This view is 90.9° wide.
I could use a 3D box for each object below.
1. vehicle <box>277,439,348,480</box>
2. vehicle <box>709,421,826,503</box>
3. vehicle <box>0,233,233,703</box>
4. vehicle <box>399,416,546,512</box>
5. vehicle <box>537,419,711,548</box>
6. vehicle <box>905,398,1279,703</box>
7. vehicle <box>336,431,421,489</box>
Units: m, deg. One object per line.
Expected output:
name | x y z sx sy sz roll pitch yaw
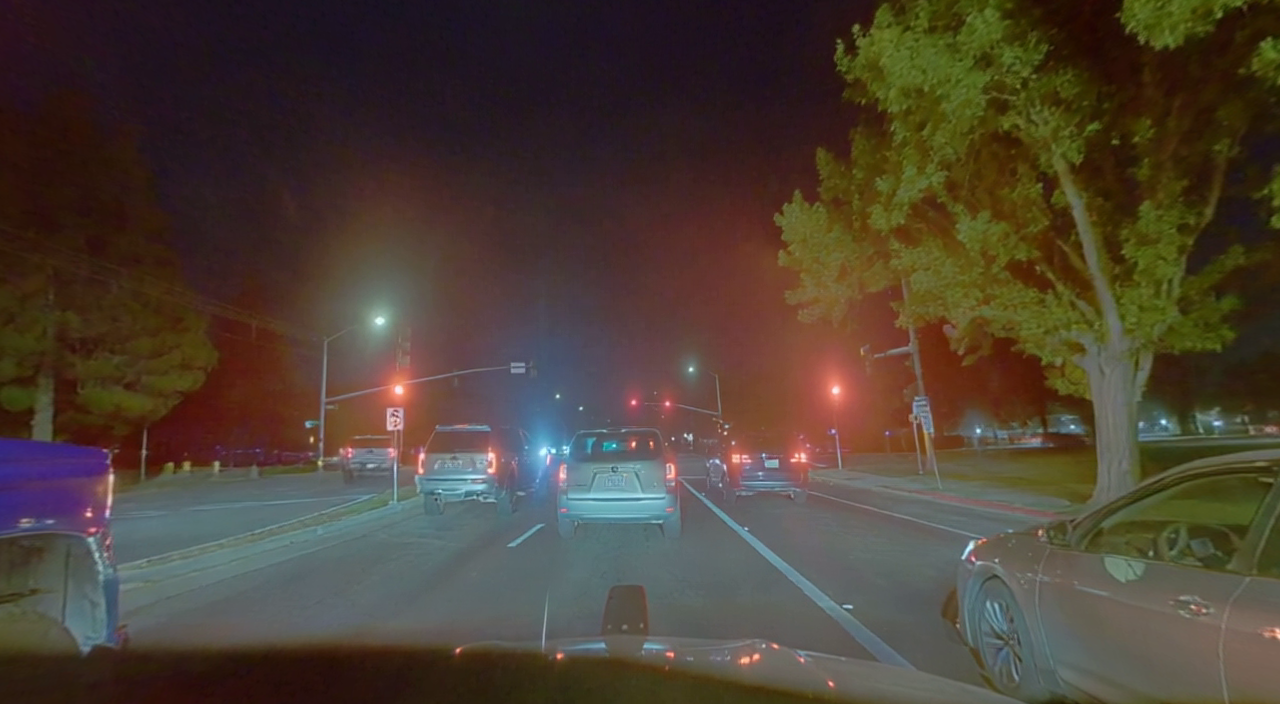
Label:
vehicle | -16.092 5.183 30.819 2.256 1.799 4.831 6 -10 -36
vehicle | 3.140 2.839 16.636 2.102 1.841 4.587 0 -8 0
vehicle | -3.477 0.360 0.310 2.656 2.021 5.800 0 -8 0
vehicle | -3.622 2.529 14.667 2.089 1.857 4.488 0 -8 1
vehicle | -0.218 1.935 9.886 2.194 1.607 3.690 0 -8 0
vehicle | 3.014 0.963 2.511 1.874 1.477 4.698 0 -8 0
vehicle | -9.081 3.750 22.297 2.088 1.787 4.728 2 -9 -15
